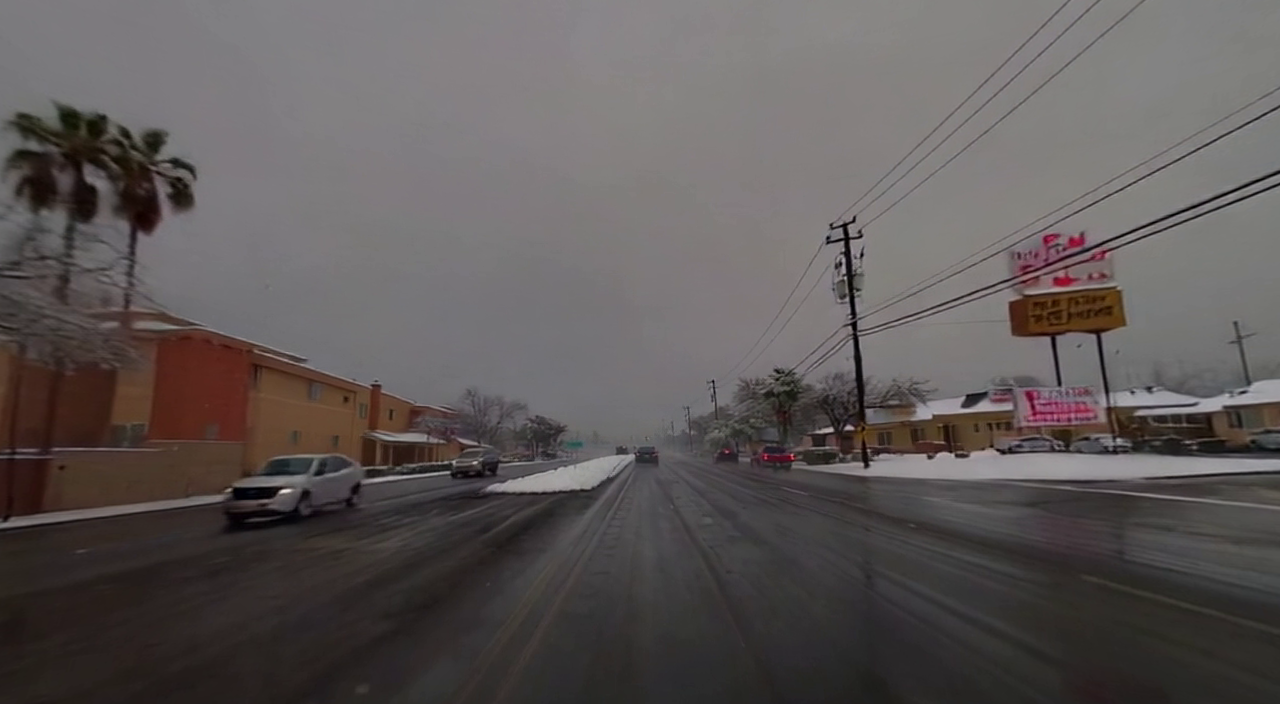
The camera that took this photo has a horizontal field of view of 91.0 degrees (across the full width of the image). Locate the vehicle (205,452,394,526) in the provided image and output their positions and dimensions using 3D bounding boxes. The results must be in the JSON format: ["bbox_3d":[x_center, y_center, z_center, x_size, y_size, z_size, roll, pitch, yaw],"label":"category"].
[{"bbox_3d":[-8.183,3.300,15.790,2.158,1.532,4.609,0,-9,0],"label":"vehicle"}]

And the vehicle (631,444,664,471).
[{"bbox_3d":[0.556,7.271,43.549,2.138,1.702,4.168,0,-9,2],"label":"vehicle"}]

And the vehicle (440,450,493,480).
[{"bbox_3d":[-11.148,7.270,40.866,2.057,1.766,4.793,0,-9,0],"label":"vehicle"}]

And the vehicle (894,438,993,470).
[{"bbox_3d":[18.890,6.353,39.360,5.097,1.689,1.958,-2,-6,0],"label":"vehicle"}]

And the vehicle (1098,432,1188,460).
[{"bbox_3d":[33.191,6.218,41.617,4.194,1.724,1.946,0,-9,2],"label":"vehicle"}]

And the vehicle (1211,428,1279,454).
[{"bbox_3d":[41.291,5.994,42.254,1.846,1.624,4.199,0,-9,-2],"label":"vehicle"}]

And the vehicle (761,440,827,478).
[{"bbox_3d":[7.450,5.214,30.961,2.252,1.718,4.617,0,-9,2],"label":"vehicle"}]
